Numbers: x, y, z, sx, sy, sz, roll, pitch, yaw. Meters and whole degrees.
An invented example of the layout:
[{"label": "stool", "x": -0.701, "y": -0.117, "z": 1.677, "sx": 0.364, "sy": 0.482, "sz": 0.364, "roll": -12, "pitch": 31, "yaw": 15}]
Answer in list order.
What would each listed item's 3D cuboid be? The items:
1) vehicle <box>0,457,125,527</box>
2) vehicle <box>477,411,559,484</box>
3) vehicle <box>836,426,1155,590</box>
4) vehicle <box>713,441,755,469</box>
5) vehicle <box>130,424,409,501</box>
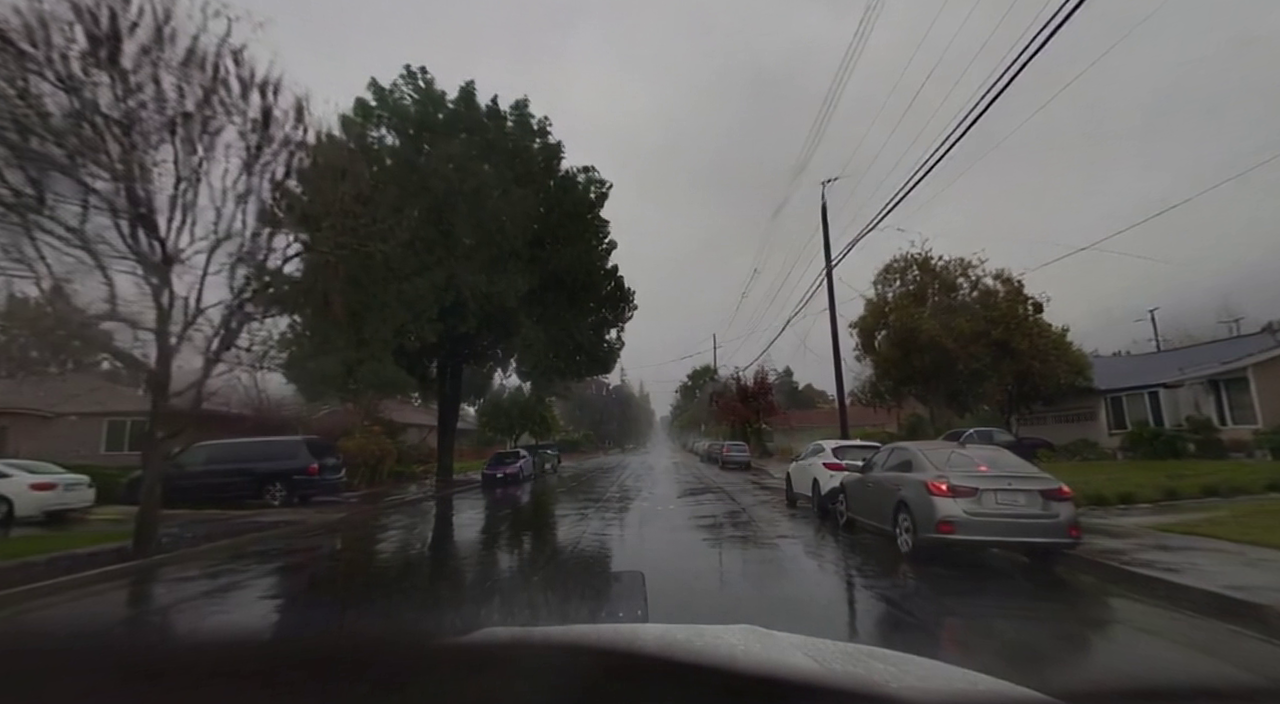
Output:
[{"label": "vehicle", "x": -14.490, "y": 3.060, "z": 14.049, "sx": 4.481, "sy": 1.420, "sz": 1.712, "roll": 0, "pitch": -8, "yaw": -1}, {"label": "vehicle", "x": -5.284, "y": 4.274, "z": 28.356, "sx": 2.199, "sy": 2.902, "sz": 5.848, "roll": 0, "pitch": -8, "yaw": 3}, {"label": "vehicle", "x": 3.810, "y": 1.689, "z": 7.679, "sx": 1.845, "sy": 1.453, "sz": 3.792, "roll": 0, "pitch": -8, "yaw": 4}, {"label": "vehicle", "x": 5.081, "y": 5.600, "z": 34.637, "sx": 1.743, "sy": 1.440, "sz": 3.732, "roll": 0, "pitch": -8, "yaw": 1}, {"label": "vehicle", "x": -10.306, "y": 3.101, "z": 18.012, "sx": 6.488, "sy": 2.009, "sz": 2.354, "roll": 0, "pitch": -8, "yaw": 3}]
